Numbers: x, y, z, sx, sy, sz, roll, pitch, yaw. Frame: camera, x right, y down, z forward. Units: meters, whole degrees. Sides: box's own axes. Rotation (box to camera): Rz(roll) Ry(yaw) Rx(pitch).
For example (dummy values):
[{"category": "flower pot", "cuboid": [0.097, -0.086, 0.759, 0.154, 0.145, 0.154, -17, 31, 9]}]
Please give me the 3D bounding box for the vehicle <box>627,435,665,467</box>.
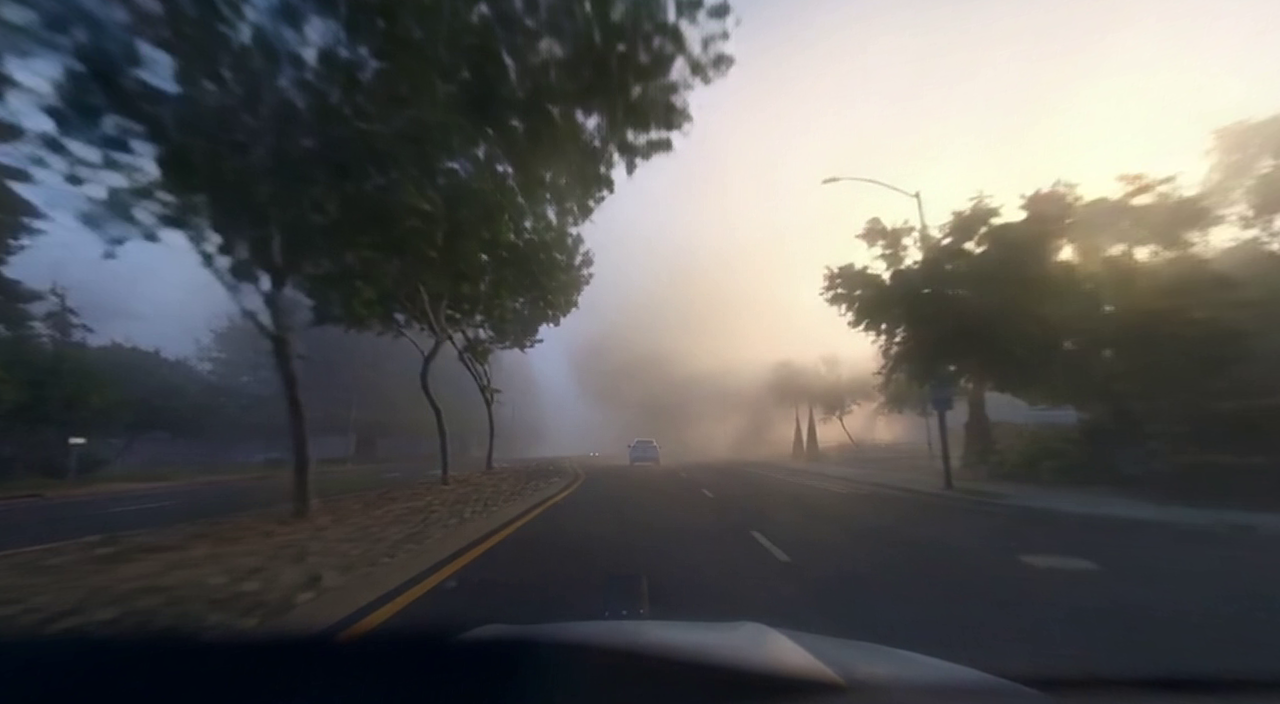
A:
[{"category": "vehicle", "cuboid": [0.300, 5.853, 37.258, 2.165, 1.783, 4.391, 0, -8, -1]}]
